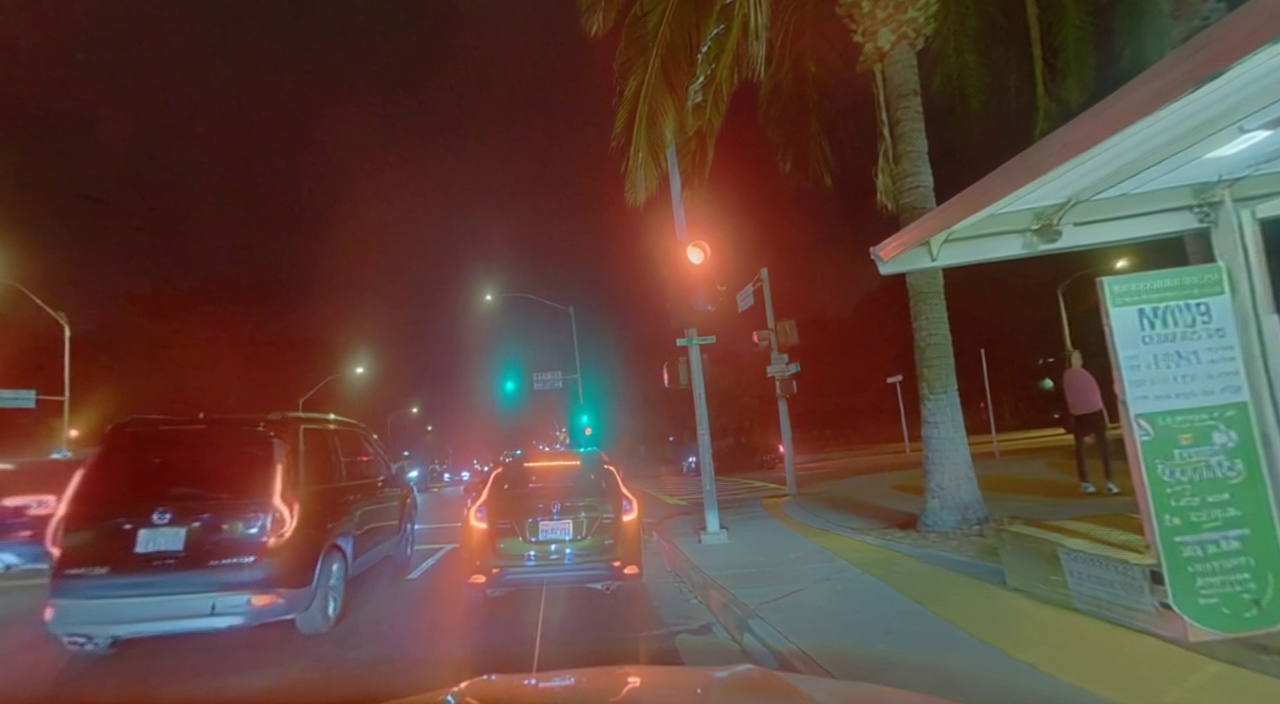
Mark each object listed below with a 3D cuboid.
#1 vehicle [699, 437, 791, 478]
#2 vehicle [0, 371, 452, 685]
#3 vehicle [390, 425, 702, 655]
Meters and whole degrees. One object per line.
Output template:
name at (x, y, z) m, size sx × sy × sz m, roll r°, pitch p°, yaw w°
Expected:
vehicle at (5.204, 5.225, 31.468) m, size 3.986 × 1.636 × 1.903 m, roll 5°, pitch -4°, yaw -12°
vehicle at (-3.313, 1.388, 6.182) m, size 2.098 × 1.851 × 4.571 m, roll 1°, pitch -9°, yaw -8°
vehicle at (-0.935, 1.558, 6.422) m, size 2.065 × 1.467 × 4.289 m, roll 1°, pitch -9°, yaw -9°
